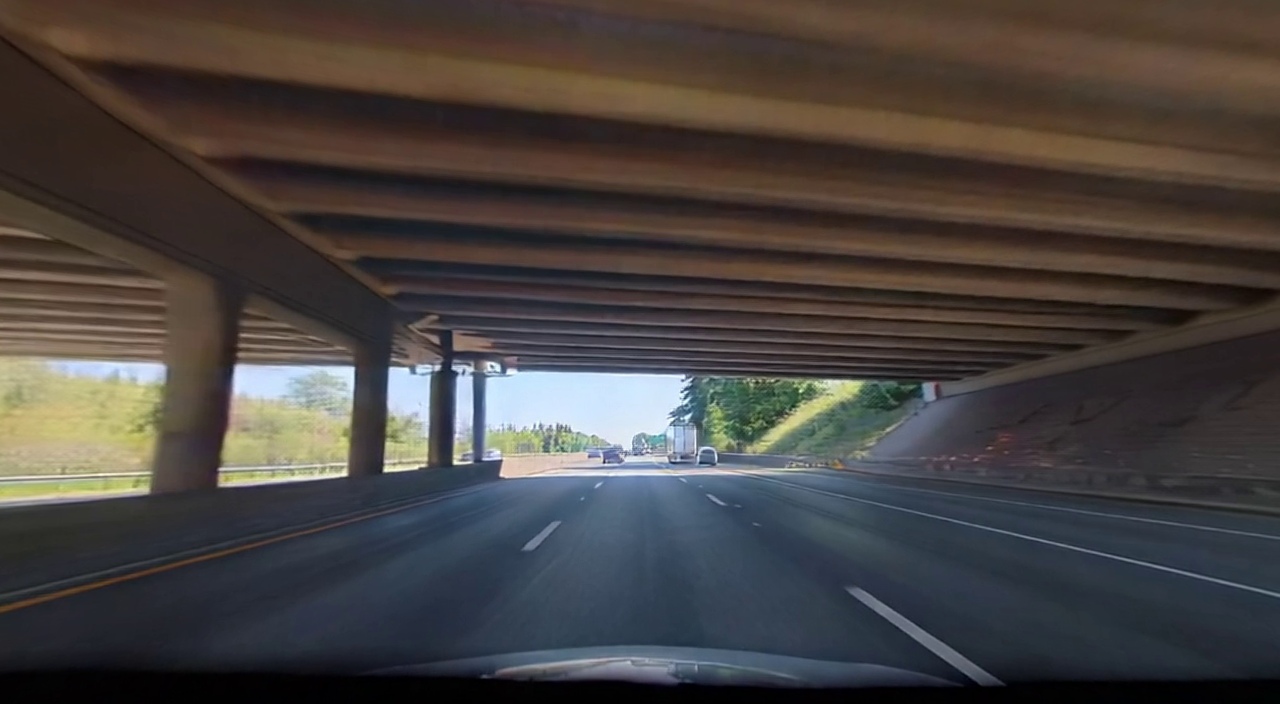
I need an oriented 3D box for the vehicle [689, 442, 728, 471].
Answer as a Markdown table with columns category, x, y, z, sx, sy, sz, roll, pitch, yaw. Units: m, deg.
| category | x | y | z | sx | sy | sz | roll | pitch | yaw |
| --- | --- | --- | --- | --- | --- | --- | --- | --- | --- |
| vehicle | 4.727 | 7.236 | 44.032 | 2.100 | 1.889 | 4.969 | 0 | -9 | -1 |
